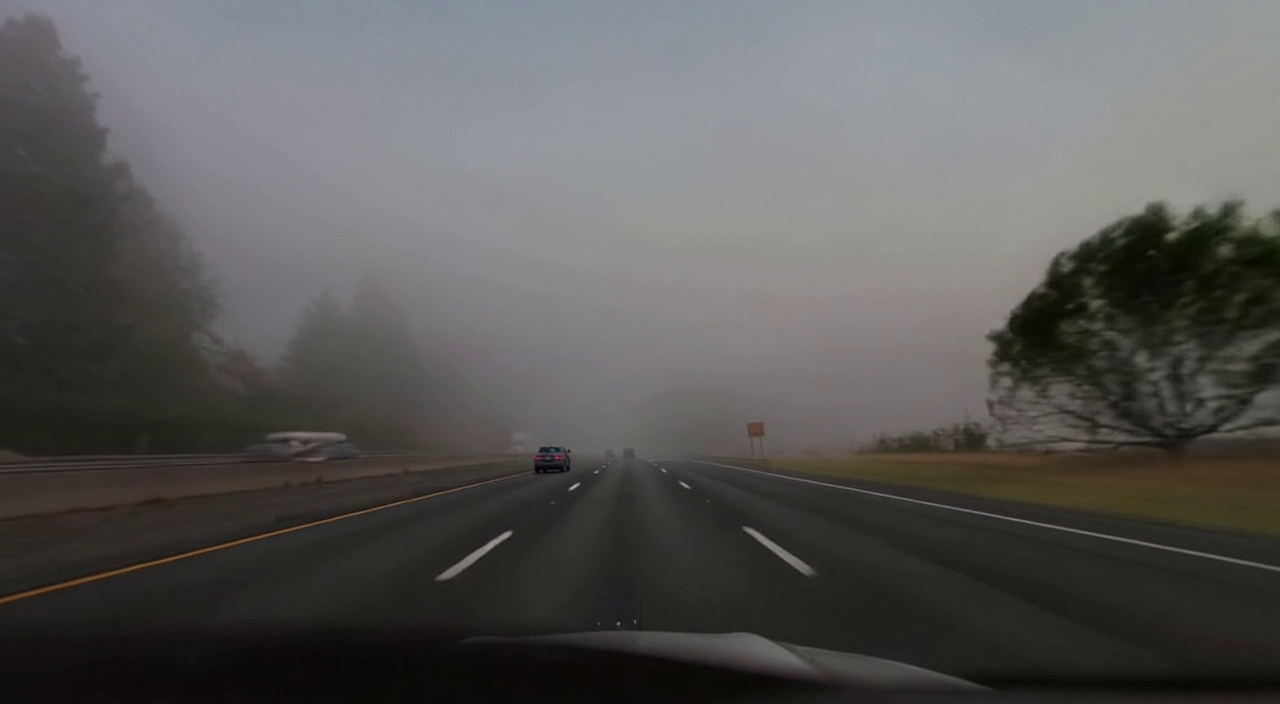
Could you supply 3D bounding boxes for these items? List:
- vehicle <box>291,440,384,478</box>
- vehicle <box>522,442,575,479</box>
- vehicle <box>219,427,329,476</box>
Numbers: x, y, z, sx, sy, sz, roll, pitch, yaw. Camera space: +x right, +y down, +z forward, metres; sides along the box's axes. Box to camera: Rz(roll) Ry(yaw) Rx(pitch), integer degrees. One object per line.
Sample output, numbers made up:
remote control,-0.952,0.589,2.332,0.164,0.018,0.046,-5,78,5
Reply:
vehicle,-13.039,4.637,27.444,1.891,1.500,4.396,0,-9,-1
vehicle,-4.582,5.506,32.112,2.111,1.717,4.426,0,-9,-1
vehicle,-17.456,4.795,30.399,2.207,2.103,5.189,0,-9,-1
